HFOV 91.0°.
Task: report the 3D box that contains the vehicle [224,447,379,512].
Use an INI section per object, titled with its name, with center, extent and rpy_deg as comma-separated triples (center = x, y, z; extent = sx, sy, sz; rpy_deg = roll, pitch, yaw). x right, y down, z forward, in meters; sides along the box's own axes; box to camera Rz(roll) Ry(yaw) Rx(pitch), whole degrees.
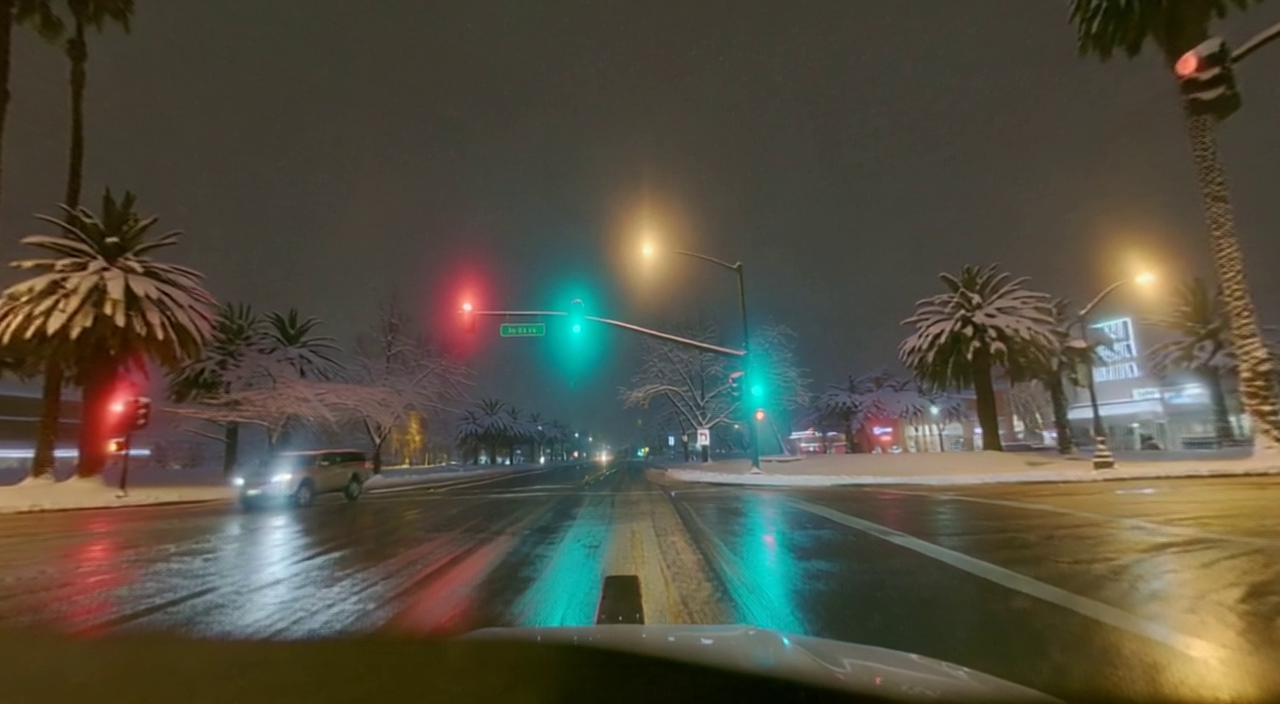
[vehicle]
center = -10.727, 4.017, 20.504
extent = 2.270, 1.833, 4.860
rpy_deg = 0, -9, 1
